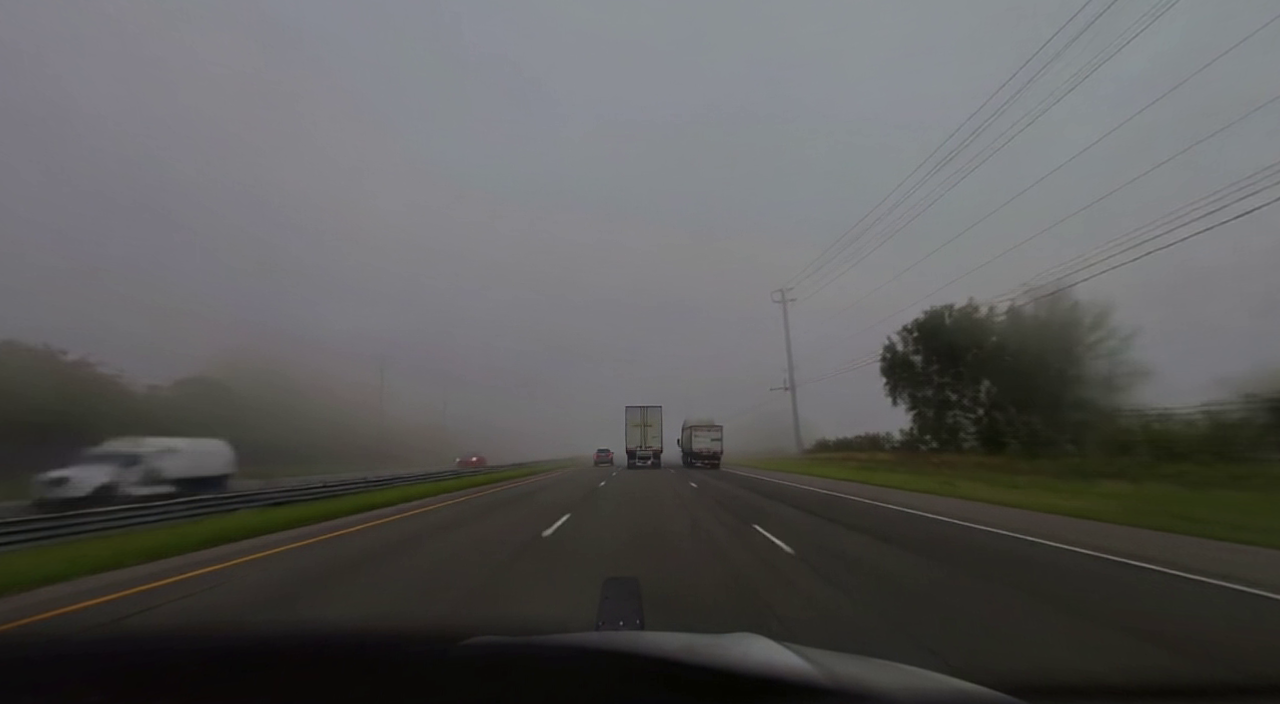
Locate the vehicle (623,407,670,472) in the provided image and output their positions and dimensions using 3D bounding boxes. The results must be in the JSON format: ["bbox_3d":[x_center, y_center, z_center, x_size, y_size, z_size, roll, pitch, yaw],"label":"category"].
[{"bbox_3d":[0.389,6.632,46.895,2.997,4.076,13.224,0,-9,0],"label":"vehicle"}]

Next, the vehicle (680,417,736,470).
[{"bbox_3d":[4.605,6.513,44.519,2.938,3.378,8.820,0,-9,0],"label":"vehicle"}]
